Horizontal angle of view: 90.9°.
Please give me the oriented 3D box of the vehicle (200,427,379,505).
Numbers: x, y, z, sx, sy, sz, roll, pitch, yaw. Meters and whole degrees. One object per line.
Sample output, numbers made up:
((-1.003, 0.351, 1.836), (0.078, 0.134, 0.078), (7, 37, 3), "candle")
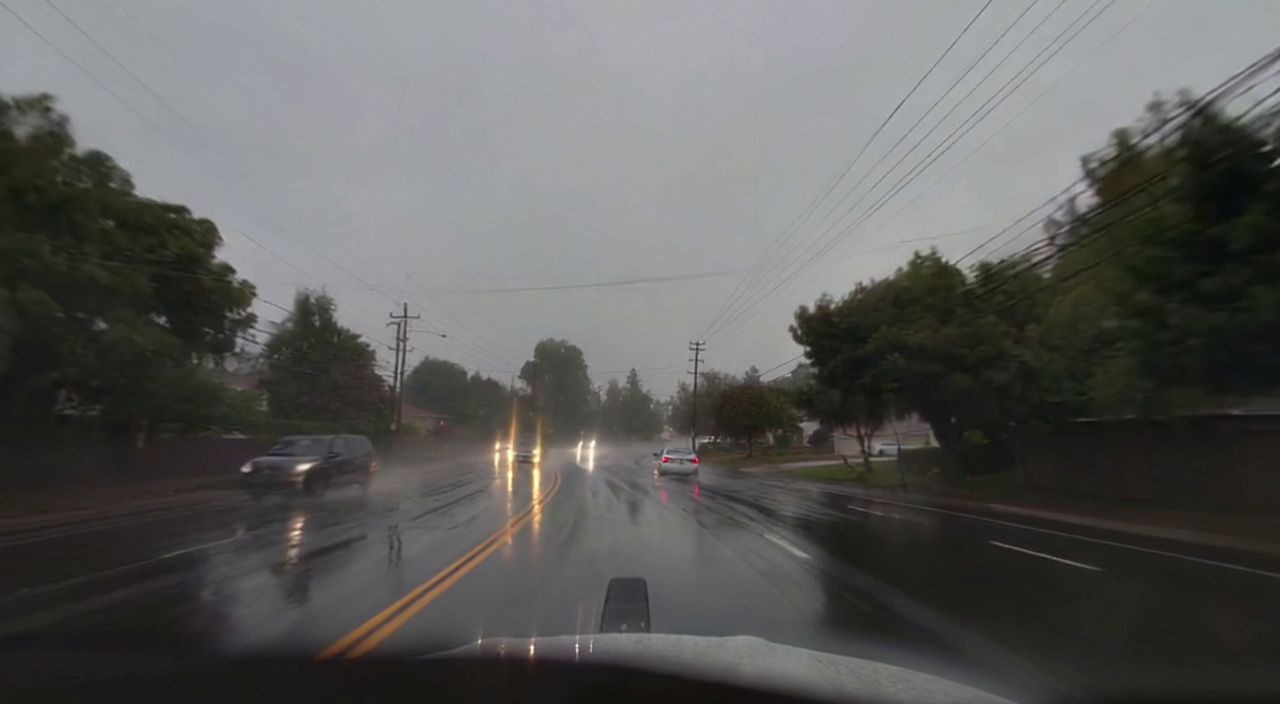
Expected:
((-8.533, 2.813, 15.919), (2.169, 1.656, 4.378), (0, -9, -3), "vehicle")

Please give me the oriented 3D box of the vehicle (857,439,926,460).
((19.088, 7.387, 47.945), (4.444, 1.479, 1.913), (1, -7, -7), "vehicle")

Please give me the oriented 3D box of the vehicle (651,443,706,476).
((1.752, 5.108, 30.264), (1.982, 1.451, 4.152), (1, -9, -6), "vehicle")

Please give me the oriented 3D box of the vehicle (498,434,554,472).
((-5.624, 5.055, 31.716), (2.205, 1.769, 4.589), (0, -9, -3), "vehicle")
